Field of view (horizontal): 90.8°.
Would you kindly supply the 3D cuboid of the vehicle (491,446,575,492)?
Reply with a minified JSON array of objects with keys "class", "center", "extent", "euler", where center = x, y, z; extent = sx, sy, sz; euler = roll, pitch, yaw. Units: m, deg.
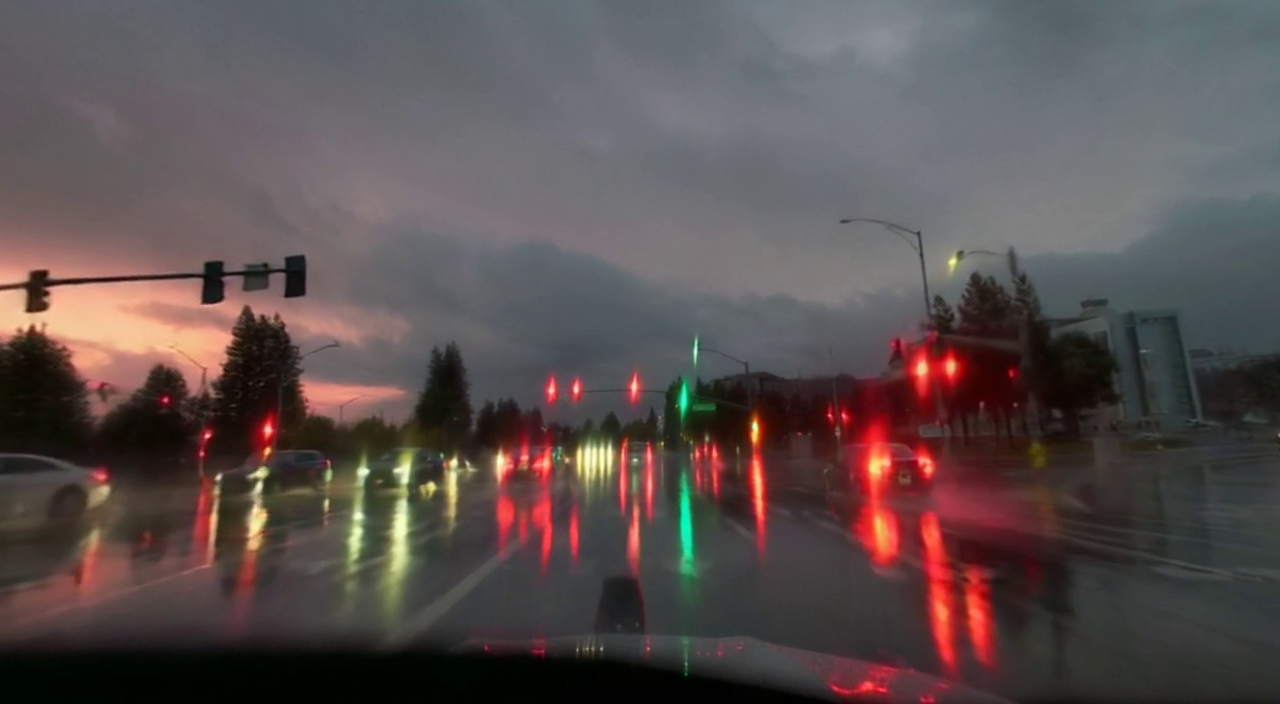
[{"class":"vehicle","center":[-3.702,4.124,22.732],"extent":[2.163,1.474,4.413],"euler":[0,-8,2]}]

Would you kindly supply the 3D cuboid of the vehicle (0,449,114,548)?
[{"class":"vehicle","center":[-10.713,2.197,9.358],"extent":[1.924,1.479,4.508],"euler":[0,-8,0]}]

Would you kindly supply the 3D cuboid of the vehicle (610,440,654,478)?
[{"class":"vehicle","center":[-0.349,5.222,31.048],"extent":[2.008,1.716,4.125],"euler":[0,-8,0]}]

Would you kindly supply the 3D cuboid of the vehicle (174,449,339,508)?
[{"class":"vehicle","center":[-10.955,3.604,18.500],"extent":[2.047,1.479,4.228],"euler":[-1,-8,2]}]

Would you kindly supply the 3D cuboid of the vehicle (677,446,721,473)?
[{"class":"vehicle","center":[3.349,6.210,36.735],"extent":[2.014,1.430,4.103],"euler":[0,-8,-2]}]

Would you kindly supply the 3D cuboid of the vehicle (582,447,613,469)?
[{"class":"vehicle","center":[-3.074,7.756,46.268],"extent":[2.002,1.502,4.057],"euler":[0,-8,0]}]

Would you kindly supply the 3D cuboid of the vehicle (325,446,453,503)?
[{"class":"vehicle","center":[-7.423,3.628,19.279],"extent":[2.013,1.488,4.596],"euler":[0,-8,0]}]

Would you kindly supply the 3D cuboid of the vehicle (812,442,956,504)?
[{"class":"vehicle","center":[6.442,3.225,17.355],"extent":[2.028,1.451,4.625],"euler":[0,-8,-1]}]
